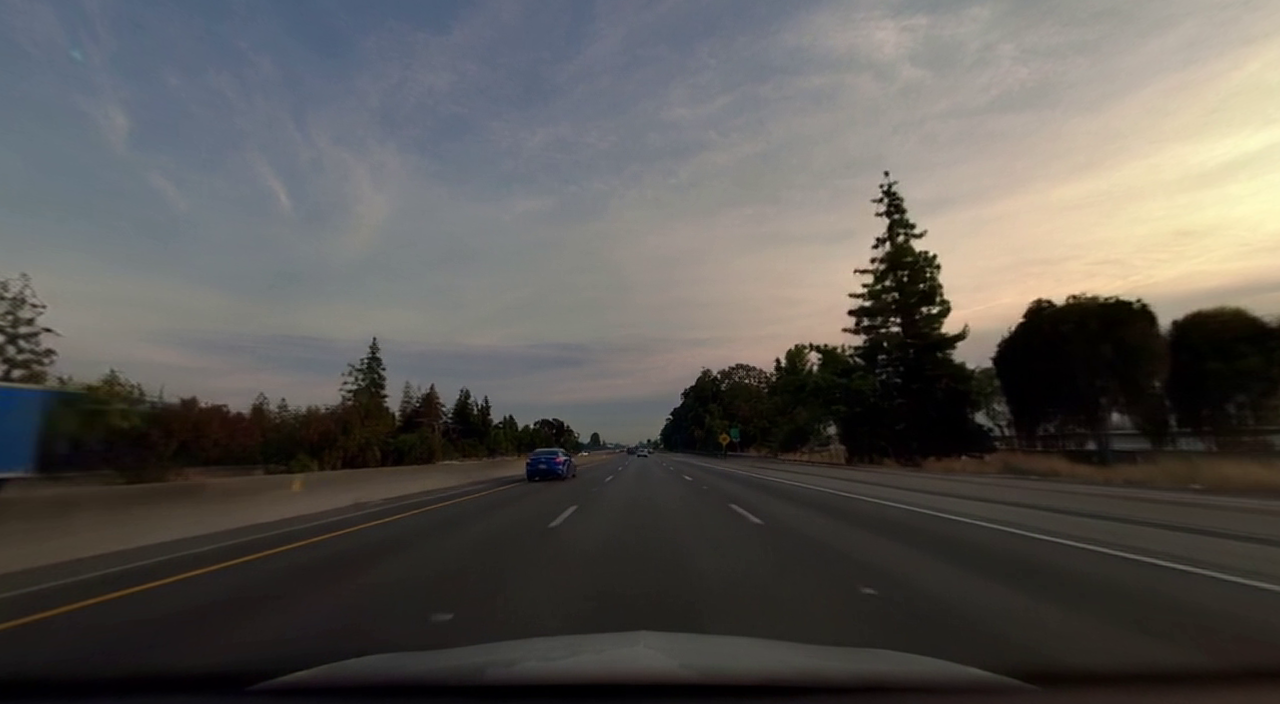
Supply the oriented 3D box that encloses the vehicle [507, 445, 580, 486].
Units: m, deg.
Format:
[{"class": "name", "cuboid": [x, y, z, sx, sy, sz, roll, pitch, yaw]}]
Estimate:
[{"class": "vehicle", "cuboid": [-3.911, 4.724, 26.576, 2.128, 1.521, 5.409, 0, -9, 1]}]
